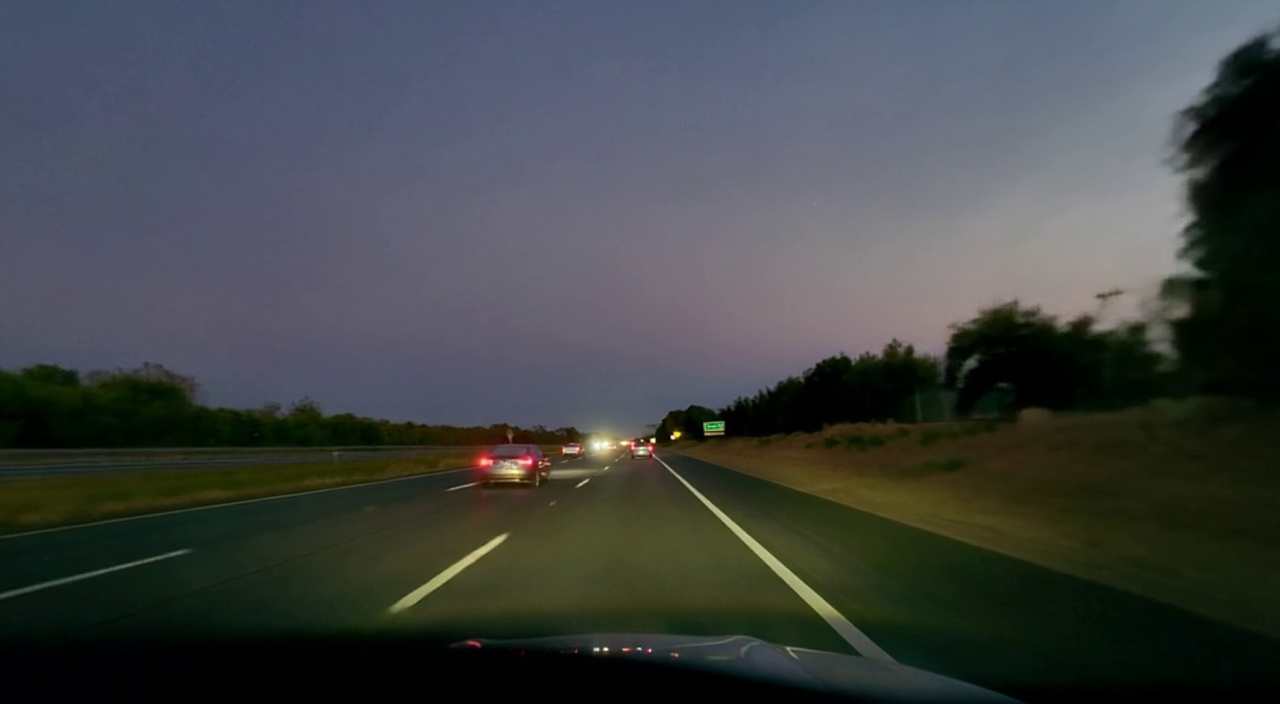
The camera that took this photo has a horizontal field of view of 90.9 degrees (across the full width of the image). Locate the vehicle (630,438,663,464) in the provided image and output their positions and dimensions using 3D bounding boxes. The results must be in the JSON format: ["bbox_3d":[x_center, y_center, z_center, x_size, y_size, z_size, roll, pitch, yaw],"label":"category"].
[{"bbox_3d":[0.418,6.999,44.695,2.259,1.697,4.106,0,-8,-1],"label":"vehicle"}]

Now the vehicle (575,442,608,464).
[{"bbox_3d":[-3.505,7.347,46.151,2.066,1.497,4.253,0,-8,0],"label":"vehicle"}]

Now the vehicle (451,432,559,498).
[{"bbox_3d":[-3.654,3.153,18.006,2.028,1.634,4.441,0,-8,1],"label":"vehicle"}]
